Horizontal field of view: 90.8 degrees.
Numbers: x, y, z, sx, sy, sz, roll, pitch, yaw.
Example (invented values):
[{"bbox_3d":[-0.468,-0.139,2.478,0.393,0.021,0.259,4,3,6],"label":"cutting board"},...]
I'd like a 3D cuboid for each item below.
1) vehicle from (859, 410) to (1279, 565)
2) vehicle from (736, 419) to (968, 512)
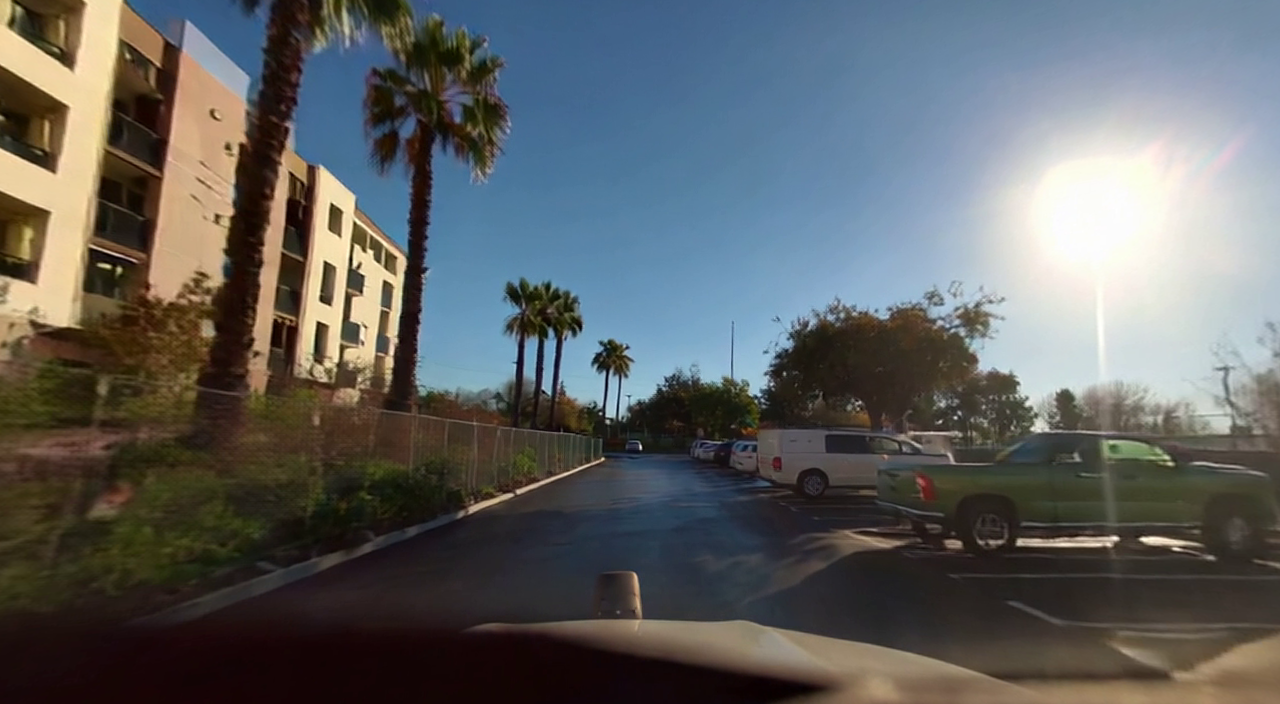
[{"bbox_3d":[6.115,1.781,8.724,5.381,1.826,2.047,0,-9,-2],"label":"vehicle"},{"bbox_3d":[5.580,3.031,17.306,5.639,2.033,2.172,2,-7,5],"label":"vehicle"}]
